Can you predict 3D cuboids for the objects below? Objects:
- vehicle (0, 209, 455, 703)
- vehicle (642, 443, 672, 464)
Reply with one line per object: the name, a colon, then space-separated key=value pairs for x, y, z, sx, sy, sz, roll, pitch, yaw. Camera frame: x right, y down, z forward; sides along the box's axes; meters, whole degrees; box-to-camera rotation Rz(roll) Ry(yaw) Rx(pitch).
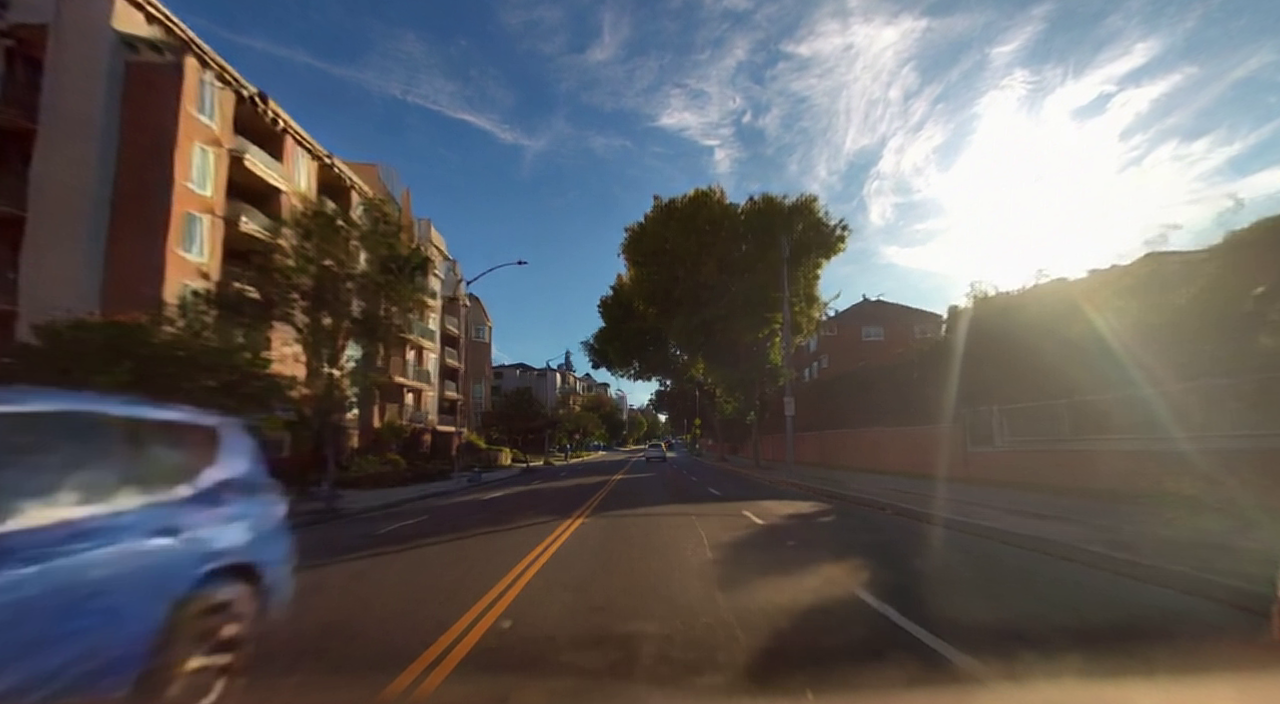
vehicle: x=-2.937 y=0.780 z=2.601 sx=2.469 sy=2.023 sz=5.896 roll=0 pitch=-9 yaw=1
vehicle: x=1.213 y=7.548 z=46.944 sx=2.097 sy=1.463 sz=4.043 roll=0 pitch=-9 yaw=0
